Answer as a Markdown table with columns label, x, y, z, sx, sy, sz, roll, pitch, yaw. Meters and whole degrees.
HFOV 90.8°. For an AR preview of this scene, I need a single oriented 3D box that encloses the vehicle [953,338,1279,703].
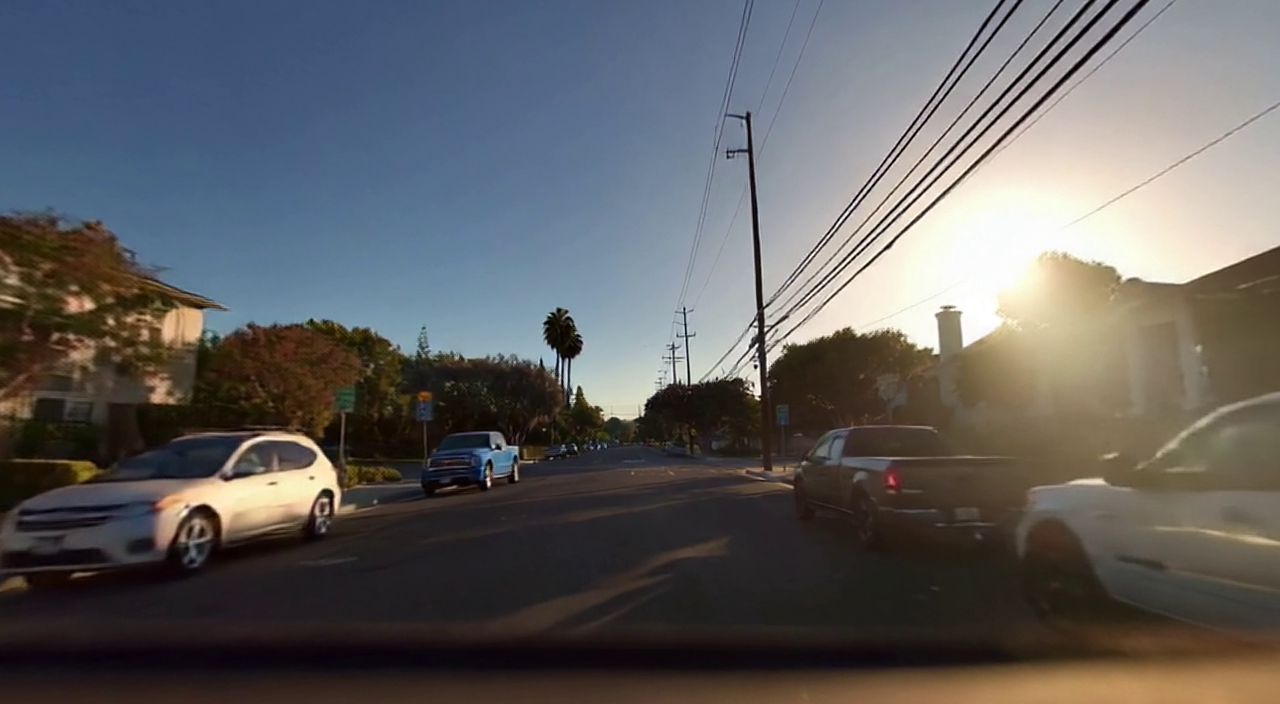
| label | x | y | z | sx | sy | sz | roll | pitch | yaw |
| --- | --- | --- | --- | --- | --- | --- | --- | --- | --- |
| vehicle | 3.551 | 0.878 | 2.795 | 1.979 | 1.762 | 4.621 | 0 | -8 | 1 |

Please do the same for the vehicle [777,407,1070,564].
| label | x | y | z | sx | sy | sz | roll | pitch | yaw |
| --- | --- | --- | --- | --- | --- | --- | --- | --- | --- |
| vehicle | 3.696 | 1.831 | 9.433 | 2.167 | 1.746 | 4.541 | 0 | -8 | -1 |

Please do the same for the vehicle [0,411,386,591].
| label | x | y | z | sx | sy | sz | roll | pitch | yaw |
| --- | --- | --- | --- | --- | --- | --- | --- | --- | --- |
| vehicle | -5.709 | 1.830 | 8.773 | 2.226 | 1.768 | 4.780 | 0 | -8 | 2 |

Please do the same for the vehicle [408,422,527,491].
| label | x | y | z | sx | sy | sz | roll | pitch | yaw |
| --- | --- | --- | --- | --- | --- | --- | --- | --- | --- |
| vehicle | -5.724 | 3.576 | 22.065 | 2.455 | 2.045 | 6.171 | 0 | -8 | -1 |
